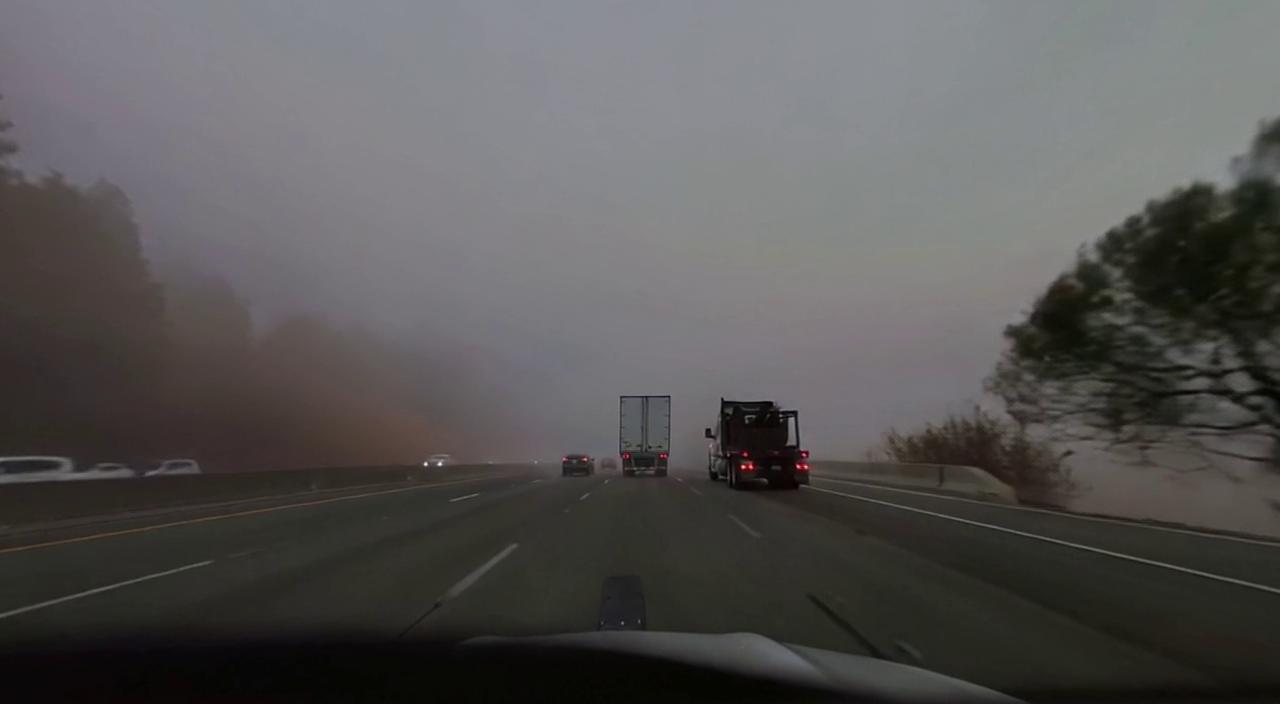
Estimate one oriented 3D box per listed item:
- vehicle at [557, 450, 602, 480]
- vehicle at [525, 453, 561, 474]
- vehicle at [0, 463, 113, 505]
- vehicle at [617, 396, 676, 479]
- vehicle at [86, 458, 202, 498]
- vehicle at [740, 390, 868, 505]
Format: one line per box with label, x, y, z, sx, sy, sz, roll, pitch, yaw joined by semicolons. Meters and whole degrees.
vehicle;-3.342;6.303;35.452;2.061;1.555;3.900;0;-9;1
vehicle;-7.016;8.130;46.102;1.926;1.482;3.959;0;-9;1
vehicle;-26.009;5.693;27.508;1.867;1.580;4.704;0;-9;0
vehicle;0.285;5.147;37.117;2.875;4.056;12.312;0;-9;0
vehicle;-26.023;6.595;33.370;1.852;1.874;5.286;0;-9;0
vehicle;4.482;2.721;18.052;2.565;2.902;3.798;0;-9;0
